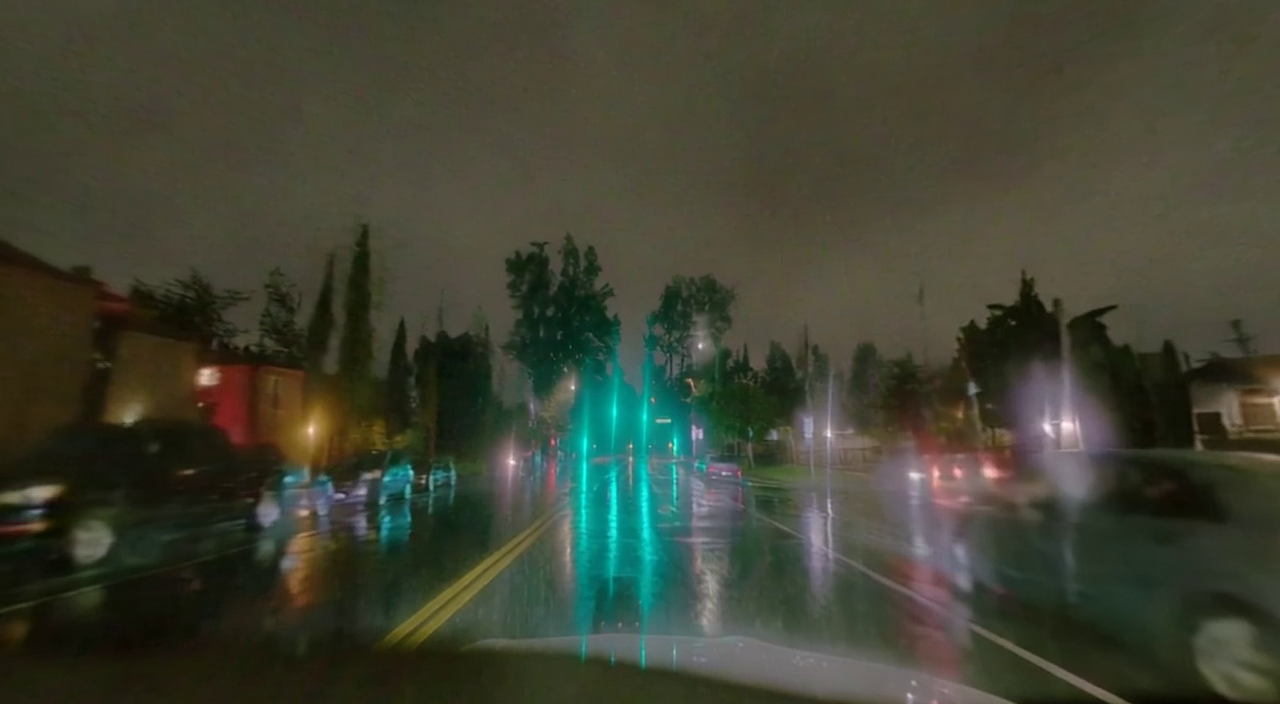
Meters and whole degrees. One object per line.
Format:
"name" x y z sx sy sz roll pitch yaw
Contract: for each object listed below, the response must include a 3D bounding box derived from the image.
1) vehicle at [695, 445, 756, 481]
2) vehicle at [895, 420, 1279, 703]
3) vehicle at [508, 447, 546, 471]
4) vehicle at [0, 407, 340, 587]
"vehicle" 3.754 4.966 28.488 2.005 1.466 4.767 0 -9 -1
"vehicle" 3.645 1.264 4.204 2.033 1.467 4.471 0 -9 1
"vehicle" -7.963 7.541 44.552 1.976 1.554 3.654 0 -9 1
"vehicle" -7.495 2.037 9.904 2.613 1.959 5.843 0 -9 0
